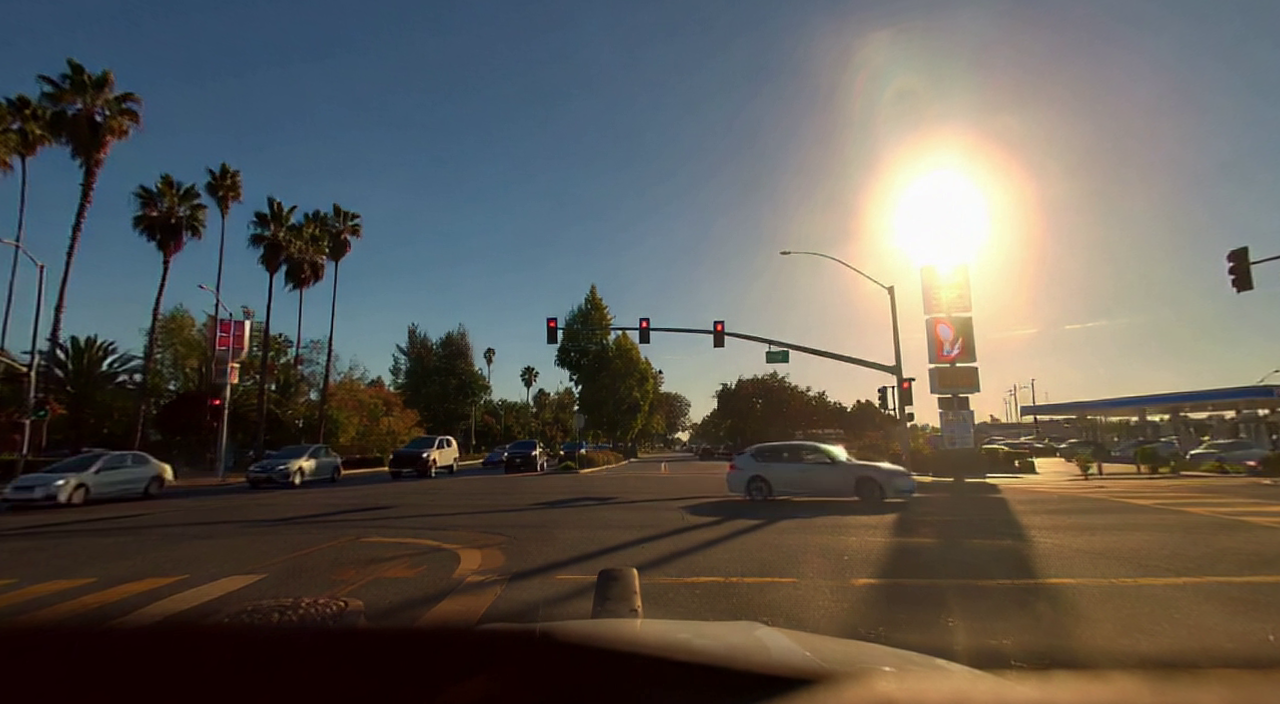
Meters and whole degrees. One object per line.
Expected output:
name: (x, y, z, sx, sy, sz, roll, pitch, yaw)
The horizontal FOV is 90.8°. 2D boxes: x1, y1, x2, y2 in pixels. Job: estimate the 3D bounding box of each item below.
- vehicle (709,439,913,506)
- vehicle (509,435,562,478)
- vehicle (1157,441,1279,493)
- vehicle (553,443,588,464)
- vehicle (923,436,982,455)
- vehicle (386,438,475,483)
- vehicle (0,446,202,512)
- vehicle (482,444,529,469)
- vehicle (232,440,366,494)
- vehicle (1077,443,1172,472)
vehicle: (4.251, 2.959, 15.910, 4.579, 1.464, 1.983, -5, -10, 29)
vehicle: (-4.752, 4.634, 28.179, 1.929, 1.719, 4.892, 2, -9, -13)
vehicle: (18.709, 3.401, 18.821, 5.015, 1.446, 1.862, 0, -9, -3)
vehicle: (-5.277, 7.787, 48.475, 2.079, 1.490, 5.064, 0, -9, 1)
vehicle: (22.552, 6.758, 45.652, 3.356, 1.395, 1.559, 0, -9, -1)
vehicle: (-8.483, 4.442, 26.113, 2.124, 1.701, 4.551, 0, -9, 0)
vehicle: (-15.178, 3.492, 17.947, 2.099, 1.590, 4.625, 0, -9, 1)
vehicle: (-8.792, 6.893, 41.789, 2.034, 1.510, 4.647, 0, -9, 0)
vehicle: (-11.865, 4.013, 22.460, 1.973, 1.712, 4.872, 0, -9, 0)
vehicle: (24.269, 5.294, 31.730, 3.474, 1.376, 1.538, 0, -9, -2)
